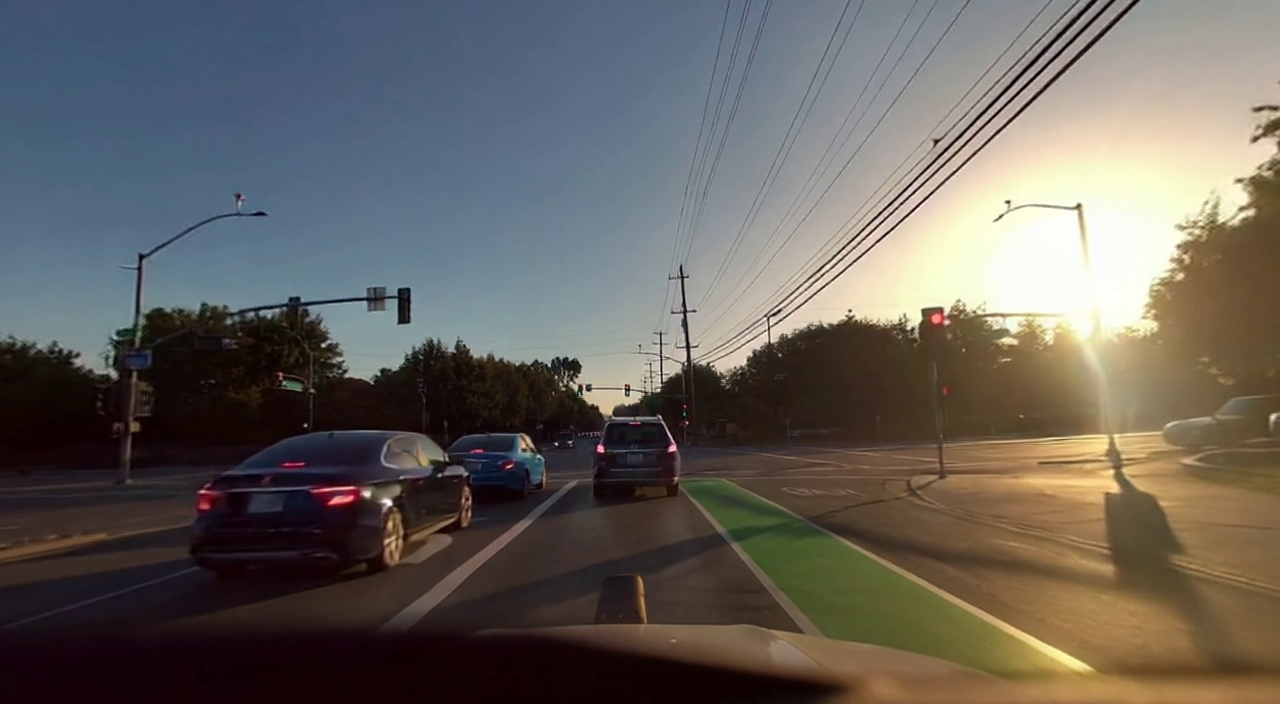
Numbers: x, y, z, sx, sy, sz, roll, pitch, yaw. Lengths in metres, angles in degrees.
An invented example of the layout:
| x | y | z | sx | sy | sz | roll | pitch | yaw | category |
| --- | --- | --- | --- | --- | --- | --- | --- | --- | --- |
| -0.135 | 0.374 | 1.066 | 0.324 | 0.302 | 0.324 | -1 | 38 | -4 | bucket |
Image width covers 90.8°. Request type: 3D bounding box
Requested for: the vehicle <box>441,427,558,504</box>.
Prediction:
| x | y | z | sx | sy | sz | roll | pitch | yaw | category |
| --- | --- | --- | --- | --- | --- | --- | --- | --- | --- |
| -3.043 | 2.554 | 14.513 | 1.726 | 1.506 | 3.840 | 0 | -9 | 1 | vehicle |

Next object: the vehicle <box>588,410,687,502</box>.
| x | y | z | sx | sy | sz | roll | pitch | yaw | category |
| --- | --- | --- | --- | --- | --- | --- | --- | --- | --- |
| -0.094 | 2.572 | 15.770 | 2.036 | 1.885 | 5.196 | 0 | -9 | -1 | vehicle |

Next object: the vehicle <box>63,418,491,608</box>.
| x | y | z | sx | sy | sz | roll | pitch | yaw | category |
| --- | --- | --- | --- | --- | --- | --- | --- | --- | --- |
| -3.518 | 1.618 | 7.734 | 2.138 | 1.488 | 5.327 | 0 | -7 | -1 | vehicle |
